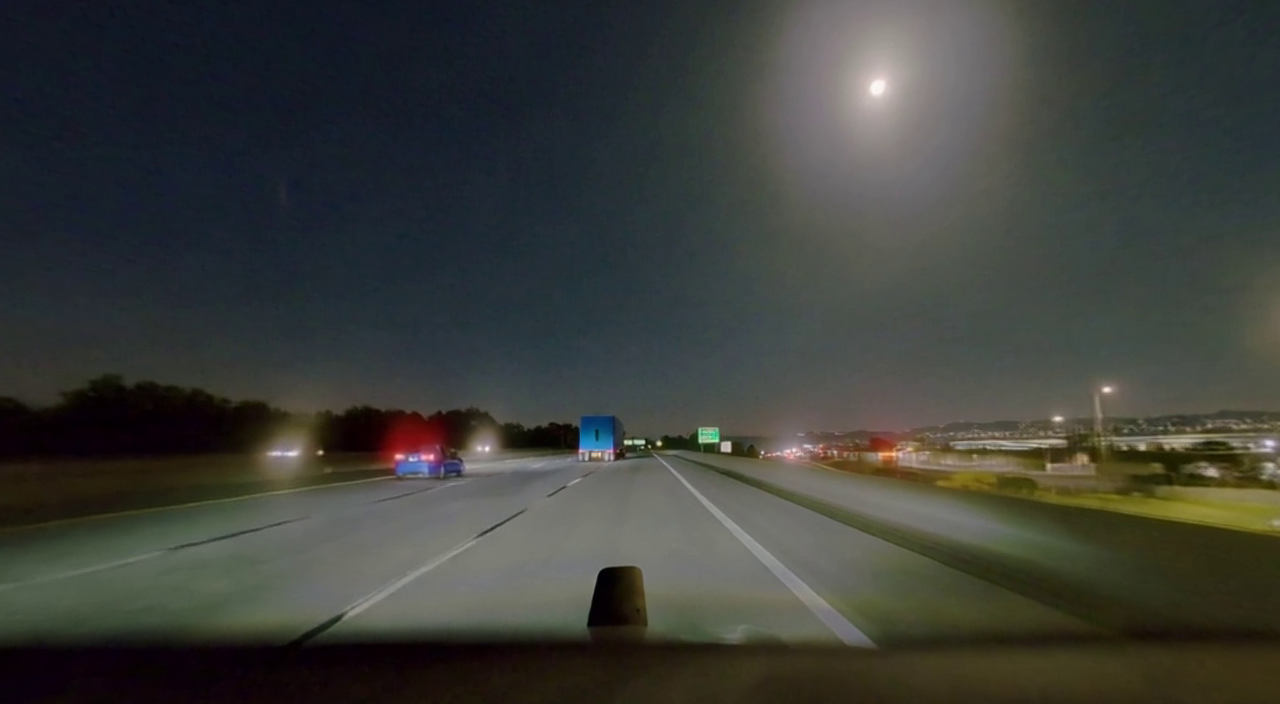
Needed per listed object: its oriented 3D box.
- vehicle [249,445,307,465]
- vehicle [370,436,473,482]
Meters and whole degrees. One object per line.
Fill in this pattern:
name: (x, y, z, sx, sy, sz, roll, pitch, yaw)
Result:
vehicle: (-28.738, 8.156, 49.985, 1.783, 1.447, 4.651, 0, -8, 1)
vehicle: (-7.594, 3.748, 22.358, 1.901, 1.467, 4.629, 0, -8, 1)
